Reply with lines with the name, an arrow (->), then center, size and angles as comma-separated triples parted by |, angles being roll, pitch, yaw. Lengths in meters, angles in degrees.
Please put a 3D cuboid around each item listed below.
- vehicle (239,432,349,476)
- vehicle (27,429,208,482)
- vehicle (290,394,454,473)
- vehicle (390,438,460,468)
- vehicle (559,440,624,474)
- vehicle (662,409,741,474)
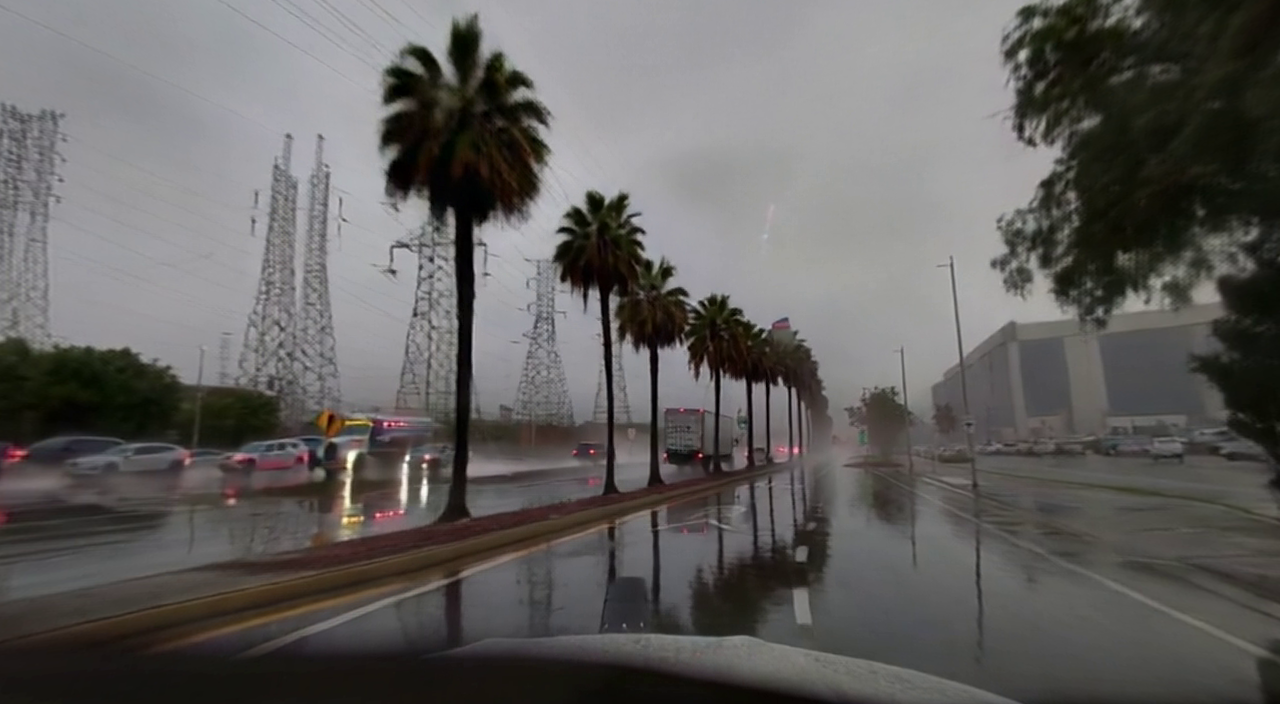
vehicle -> -15.920, 4.823, 29.352 | 1.833, 1.578, 4.412 | -11, -15, 17
vehicle -> -17.900, 3.701, 21.939 | 1.785, 1.502, 4.457 | -6, -14, 17
vehicle -> -16.207, 5.447, 39.720 | 2.907, 3.760, 11.193 | -5, -14, 15
vehicle -> -12.964, 6.110, 38.353 | 1.751, 1.639, 4.434 | -5, -10, 16
vehicle -> -2.980, 6.708, 40.586 | 2.266, 1.950, 5.866 | -3, -9, 16
vehicle -> 4.599, 6.281, 44.096 | 2.903, 3.933, 11.567 | -3, -9, 18
